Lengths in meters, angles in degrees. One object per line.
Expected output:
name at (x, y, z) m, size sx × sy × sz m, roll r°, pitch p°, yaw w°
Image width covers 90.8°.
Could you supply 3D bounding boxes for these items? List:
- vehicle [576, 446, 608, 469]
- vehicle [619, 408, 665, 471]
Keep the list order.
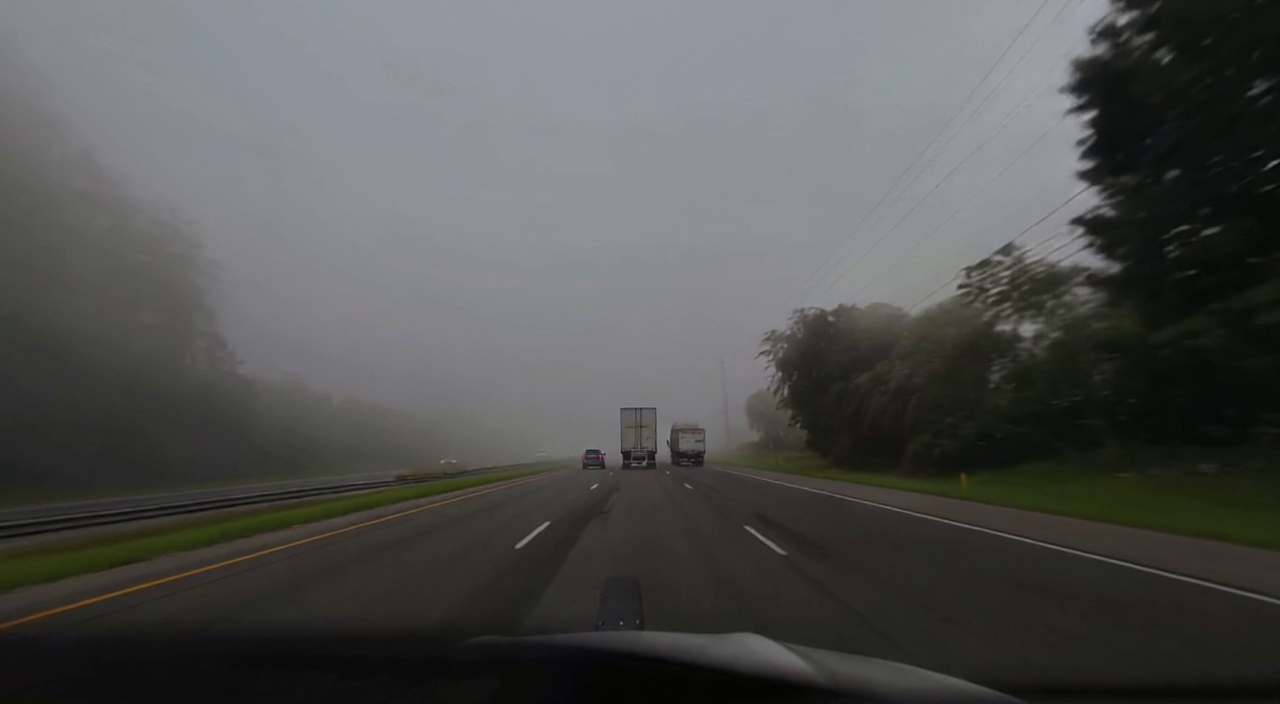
vehicle at (-3.485, 7.786, 46.580) m, size 2.024 × 1.582 × 4.032 m, roll 0°, pitch -9°, yaw 0°
vehicle at (0.035, 6.733, 47.767) m, size 2.997 × 4.076 × 13.224 m, roll 0°, pitch -9°, yaw -1°
